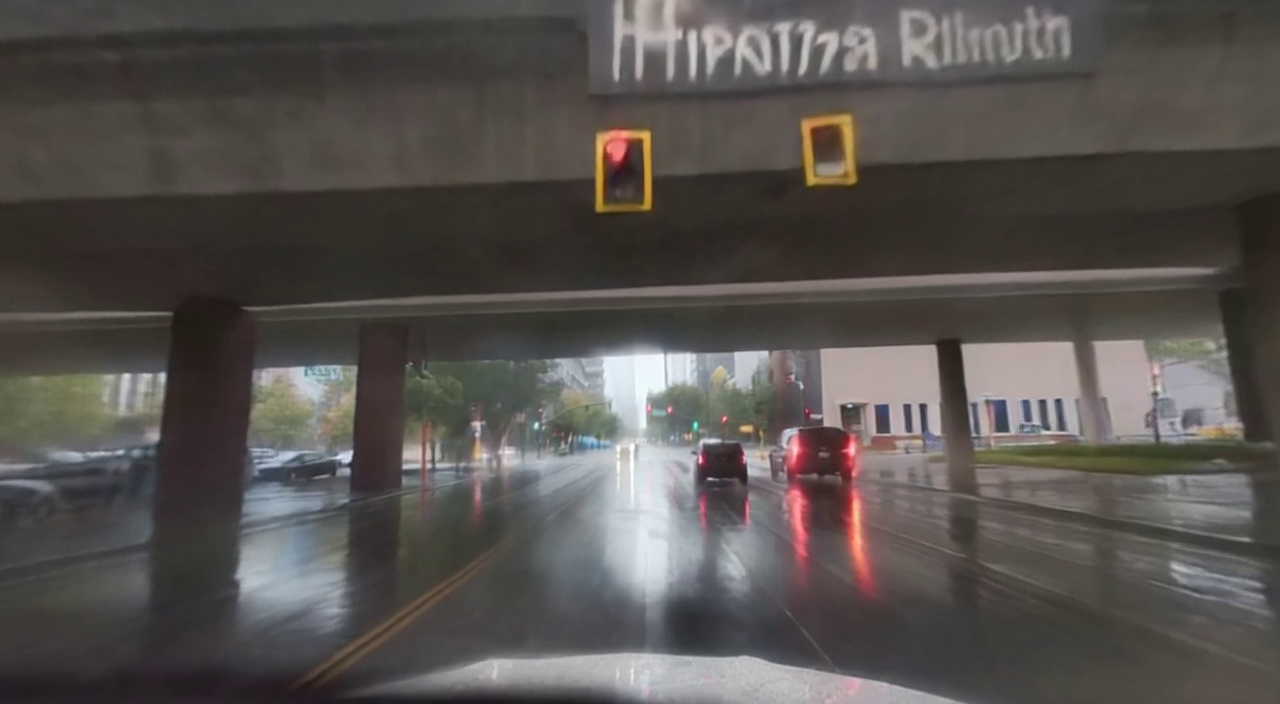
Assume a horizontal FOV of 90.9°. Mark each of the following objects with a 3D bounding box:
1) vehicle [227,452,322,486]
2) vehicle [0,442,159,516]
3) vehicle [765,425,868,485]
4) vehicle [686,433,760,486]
[{"bbox_3d":[-17.760,5.672,30.922,1.985,1.505,4.275,-1,-8,2],"label":"vehicle"},{"bbox_3d":[-17.975,3.849,19.743,2.167,2.024,4.589,0,-8,0],"label":"vehicle"},{"bbox_3d":[6.911,4.113,25.515,2.433,2.116,5.789,0,-8,0],"label":"vehicle"},{"bbox_3d":[2.665,3.547,21.135,1.947,1.576,3.825,0,-8,0],"label":"vehicle"}]
